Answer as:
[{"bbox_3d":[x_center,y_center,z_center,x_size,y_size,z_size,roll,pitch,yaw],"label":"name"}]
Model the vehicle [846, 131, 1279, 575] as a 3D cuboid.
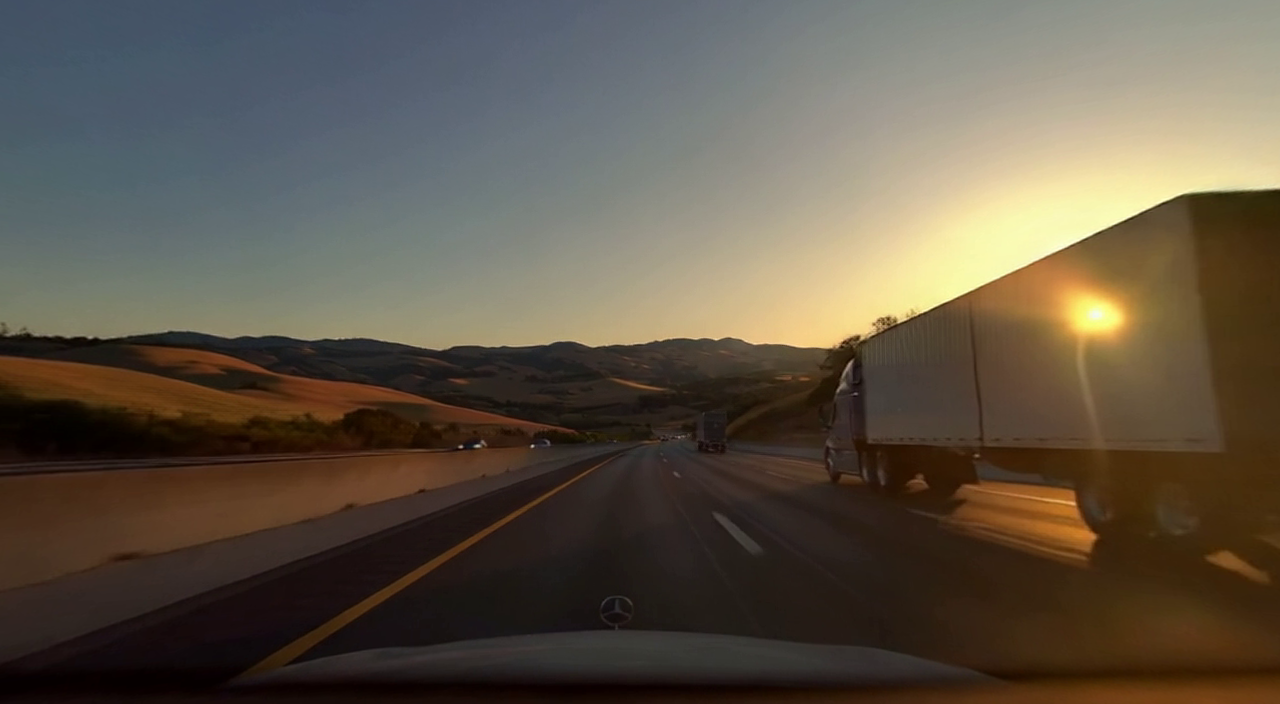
[{"bbox_3d":[7.374,0.725,10.862,2.885,4.075,13.981,0,-8,0],"label":"vehicle"}]
